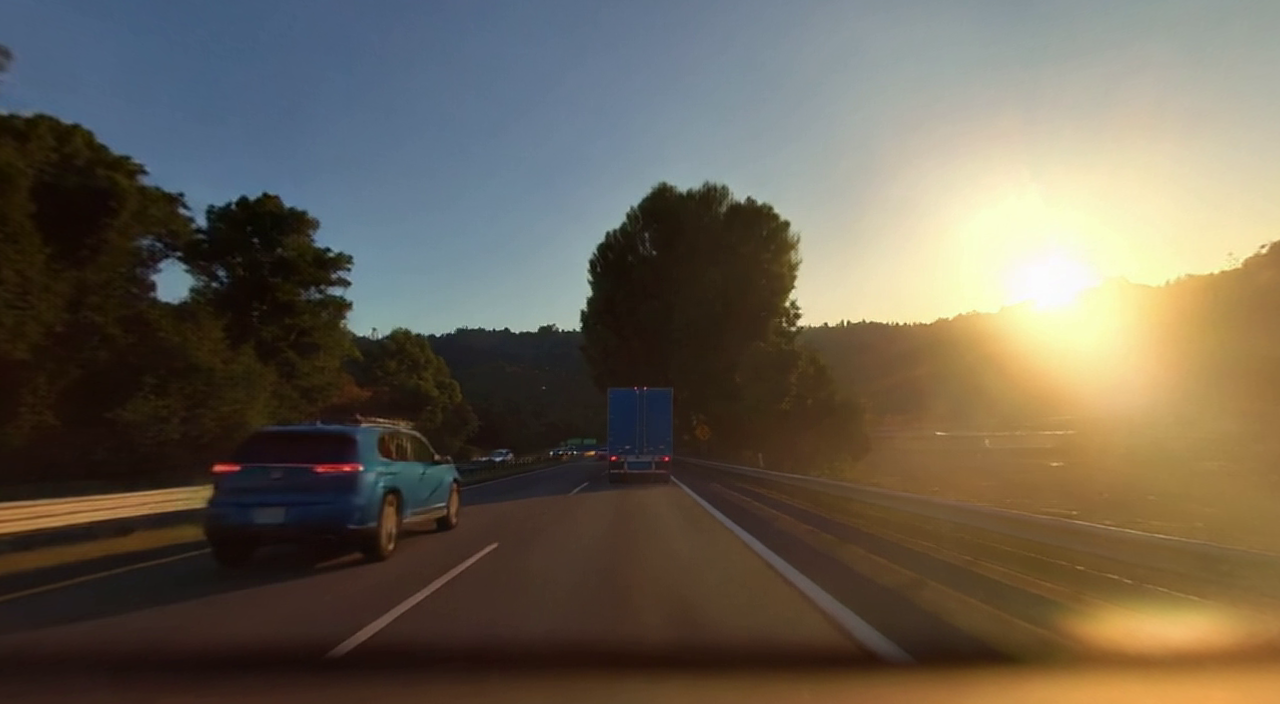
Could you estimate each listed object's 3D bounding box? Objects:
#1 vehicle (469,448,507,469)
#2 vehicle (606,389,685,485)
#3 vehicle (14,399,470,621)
[{"bbox_3d":[-11.621,8.165,48.472,2.002,1.506,4.416,0,-9,-2],"label":"vehicle"},{"bbox_3d":[0.036,3.817,27.801,2.913,3.530,8.648,0,-9,-2],"label":"vehicle"},{"bbox_3d":[-3.606,1.532,7.016,2.160,1.661,4.388,0,-9,0],"label":"vehicle"}]
